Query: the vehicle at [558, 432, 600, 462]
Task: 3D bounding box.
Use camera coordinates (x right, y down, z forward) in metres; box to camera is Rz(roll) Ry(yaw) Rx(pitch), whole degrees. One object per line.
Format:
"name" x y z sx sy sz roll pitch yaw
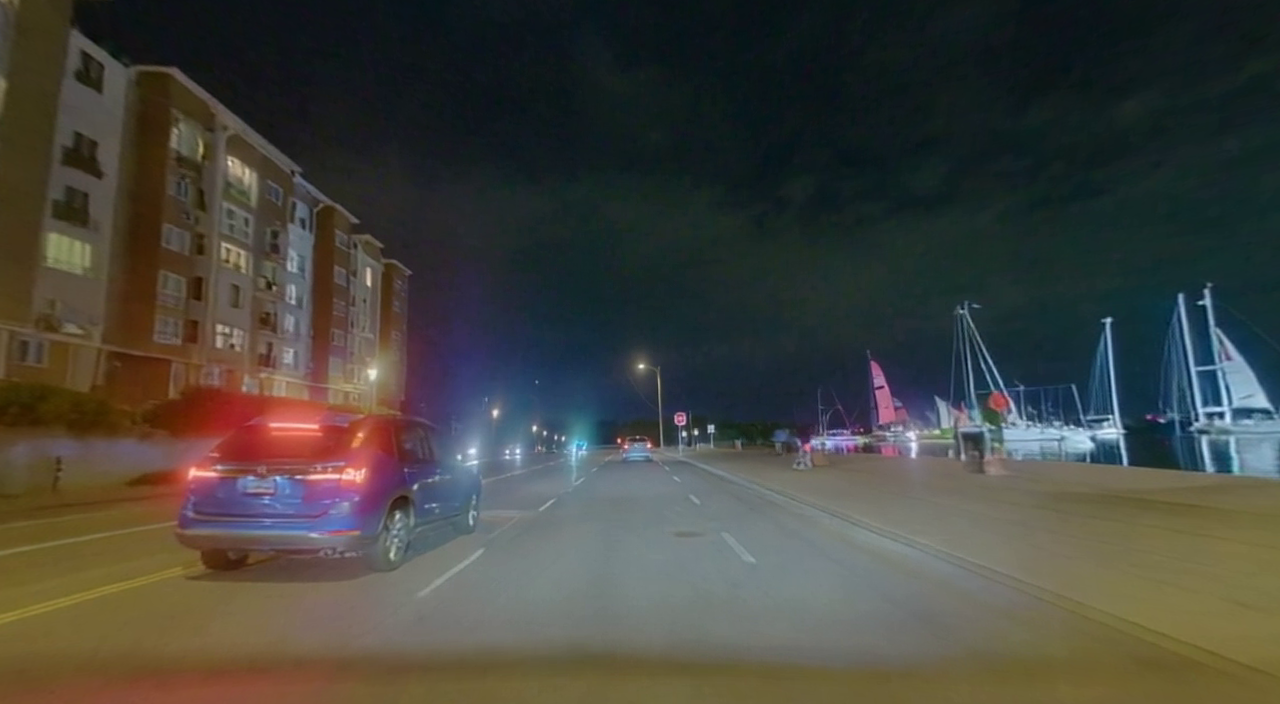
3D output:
"vehicle" -3.612 5.741 37.972 2.056 1.680 4.205 0 -8 1

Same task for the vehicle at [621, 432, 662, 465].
"vehicle" 0.062 5.171 33.910 2.057 1.624 3.726 0 -8 0

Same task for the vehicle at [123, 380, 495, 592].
"vehicle" -3.420 1.508 7.899 2.082 1.817 4.724 0 -8 0
